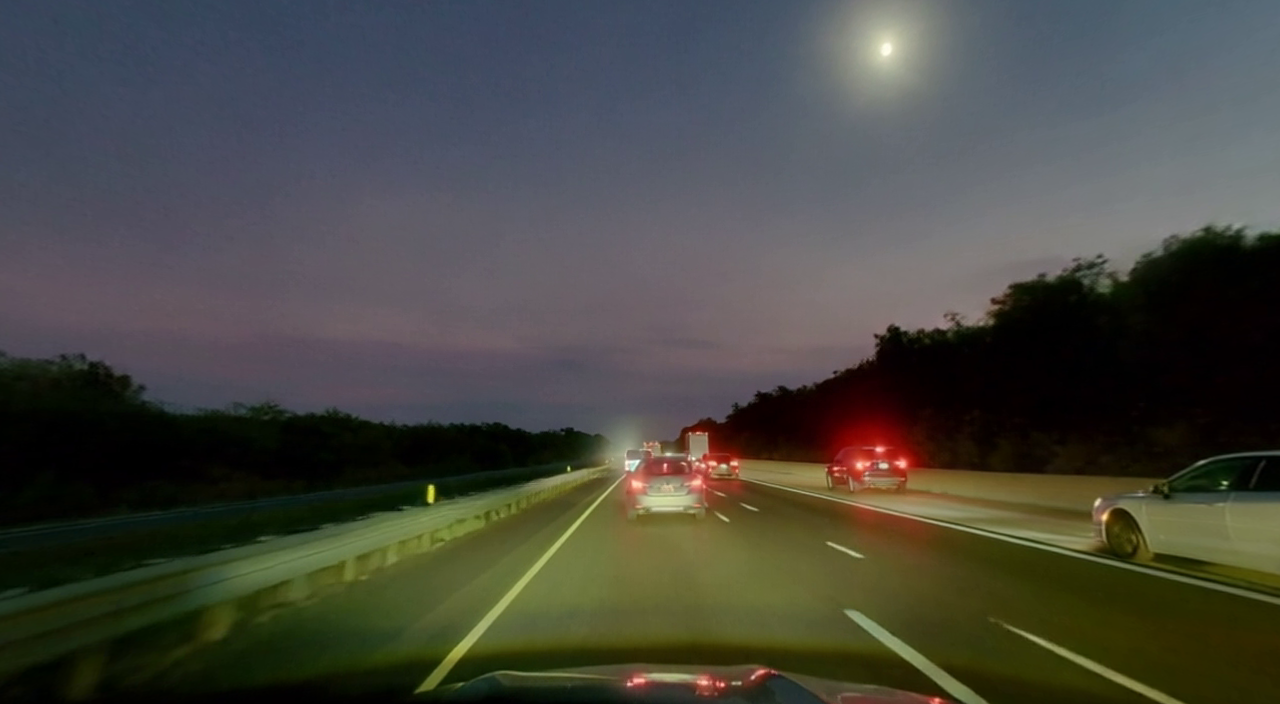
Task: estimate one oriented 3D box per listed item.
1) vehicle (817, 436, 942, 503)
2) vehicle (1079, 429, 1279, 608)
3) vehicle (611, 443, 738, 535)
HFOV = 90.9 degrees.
[{"bbox_3d":[6.804,3.369,18.469,1.980,1.702,4.235,0,-9,0],"label":"vehicle"},{"bbox_3d":[6.361,1.443,5.594,1.965,1.484,4.090,0,-9,0],"label":"vehicle"},{"bbox_3d":[0.565,2.554,12.308,2.076,1.485,3.774,0,-9,0],"label":"vehicle"}]
